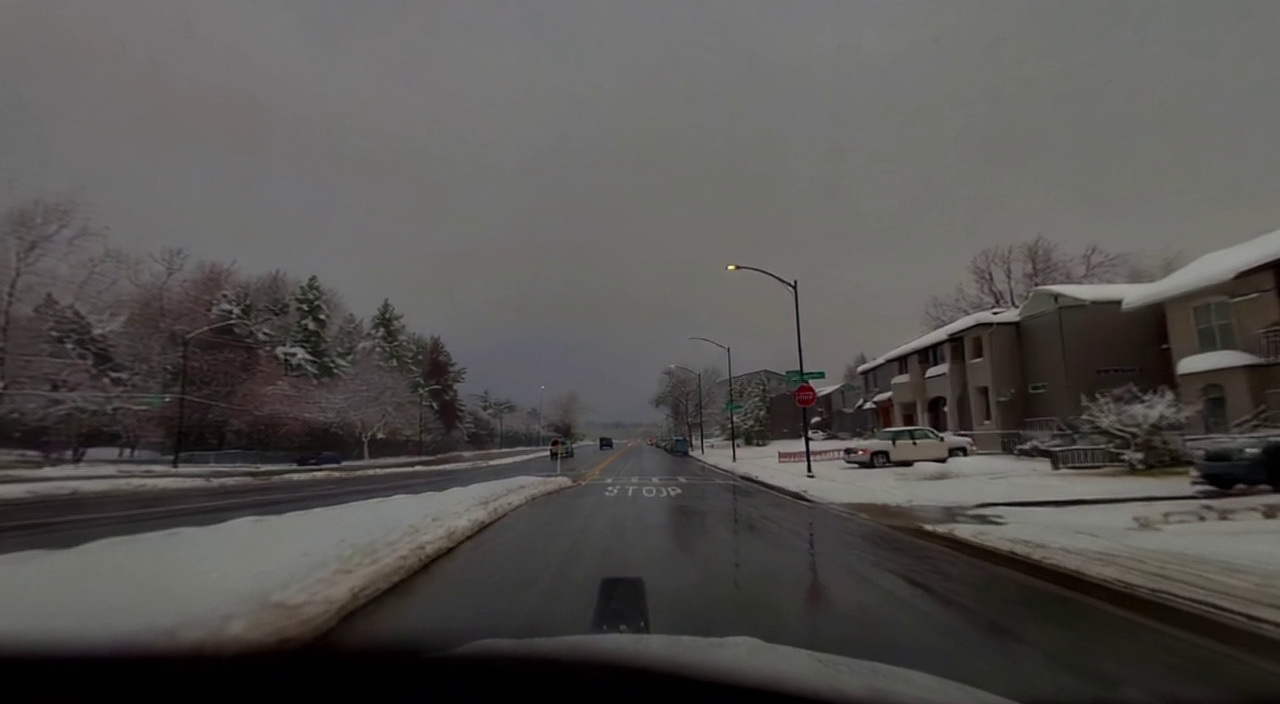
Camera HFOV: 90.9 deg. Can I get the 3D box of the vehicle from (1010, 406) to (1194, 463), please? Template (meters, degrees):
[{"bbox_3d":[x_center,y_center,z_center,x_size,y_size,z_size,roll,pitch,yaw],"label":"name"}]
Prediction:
[{"bbox_3d":[15.946,2.882,21.988,4.730,1.862,1.987,0,-9,1],"label":"vehicle"}]

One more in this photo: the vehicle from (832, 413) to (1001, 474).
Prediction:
[{"bbox_3d":[9.581,3.232,22.219,4.823,1.667,2.165,-4,-9,0],"label":"vehicle"}]

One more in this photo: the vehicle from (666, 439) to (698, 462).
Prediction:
[{"bbox_3d":[2.901,6.884,44.134,1.990,1.508,4.123,0,-9,1],"label":"vehicle"}]
